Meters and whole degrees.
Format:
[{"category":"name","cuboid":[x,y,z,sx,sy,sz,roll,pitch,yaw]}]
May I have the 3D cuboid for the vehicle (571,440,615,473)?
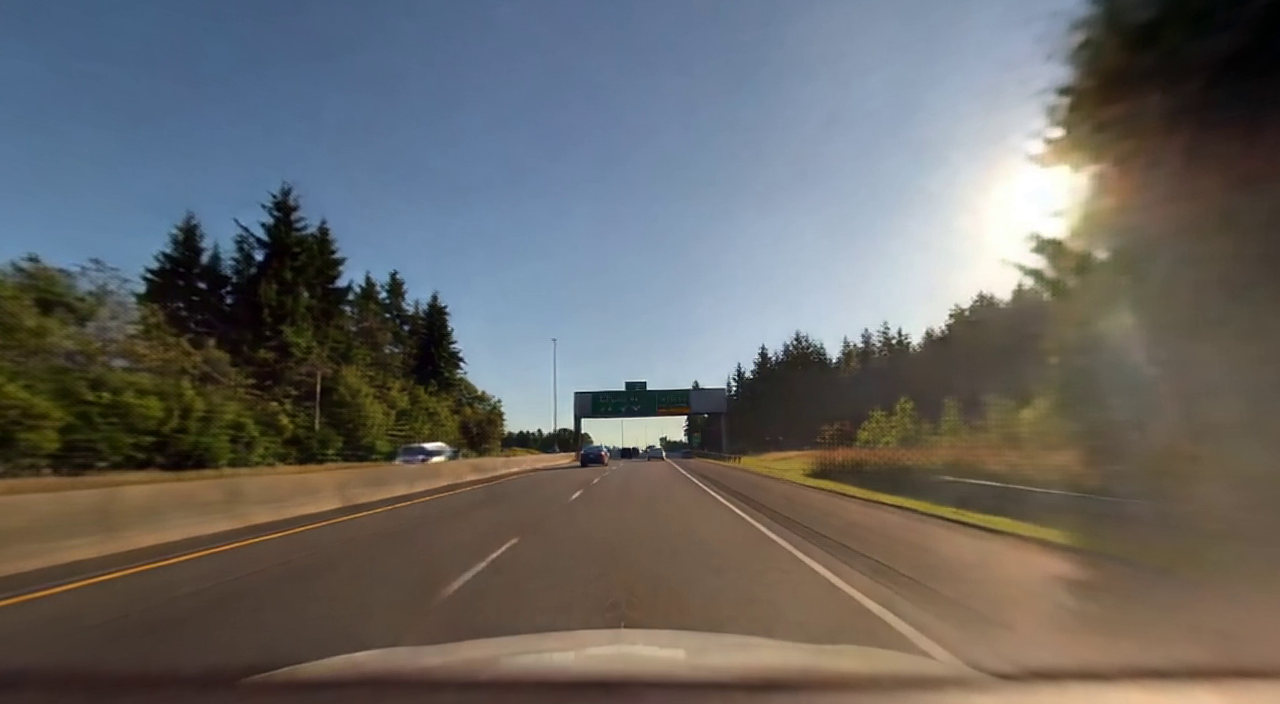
[{"category":"vehicle","cuboid":[-2.702,6.145,37.291,2.143,1.853,4.123,0,-9,2]}]
